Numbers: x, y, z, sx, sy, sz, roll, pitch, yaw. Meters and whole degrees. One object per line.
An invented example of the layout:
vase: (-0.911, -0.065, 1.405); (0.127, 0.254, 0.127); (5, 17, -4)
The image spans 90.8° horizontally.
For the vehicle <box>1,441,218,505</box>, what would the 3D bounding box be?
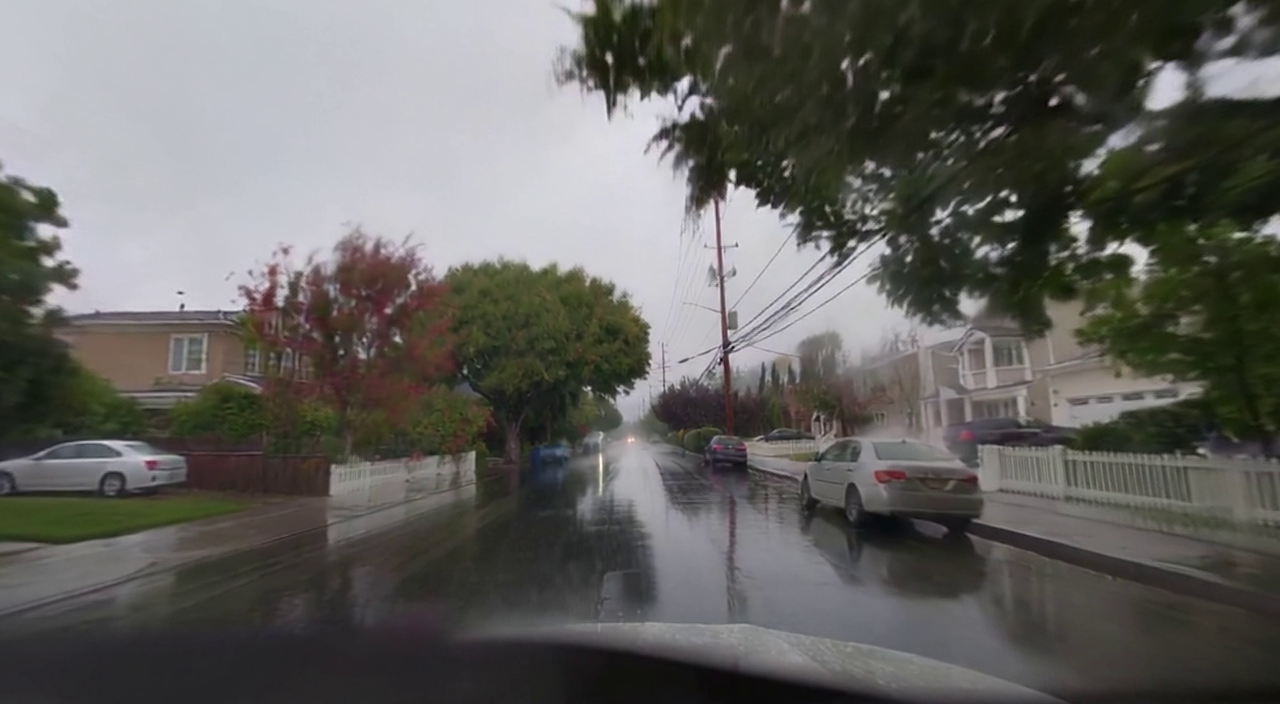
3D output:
vehicle: (-14.621, 3.334, 17.632); (4.245, 1.649, 1.935); (0, -9, 0)

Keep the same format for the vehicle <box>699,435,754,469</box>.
vehicle: (4.218, 4.946, 31.428); (2.020, 1.558, 3.925); (0, -8, -2)

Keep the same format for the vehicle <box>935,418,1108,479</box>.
vehicle: (12.461, 3.137, 20.894); (4.329, 1.863, 2.059); (-1, -6, 1)

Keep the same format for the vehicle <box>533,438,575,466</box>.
vehicle: (-5.739, 6.699, 42.659); (1.954, 1.551, 5.128); (-3, -7, 1)

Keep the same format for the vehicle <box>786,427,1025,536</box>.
vehicle: (4.209, 2.144, 11.208); (1.936, 1.464, 5.141); (0, -8, -1)
